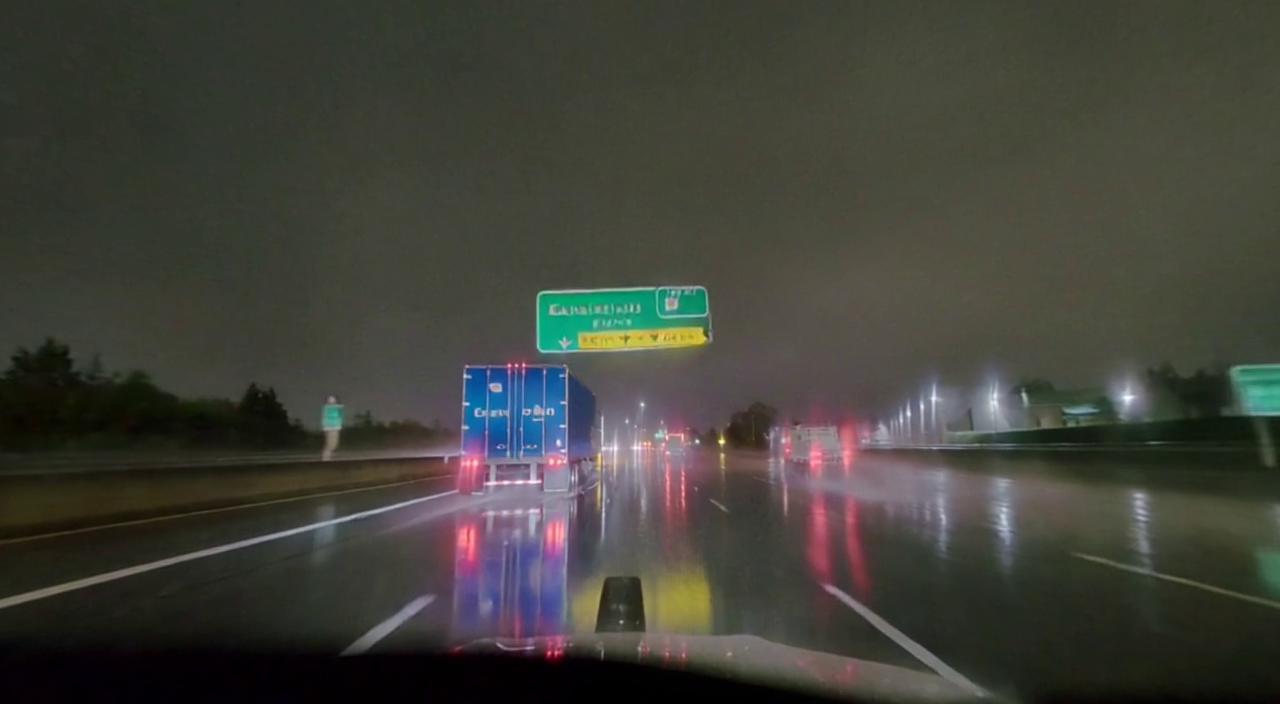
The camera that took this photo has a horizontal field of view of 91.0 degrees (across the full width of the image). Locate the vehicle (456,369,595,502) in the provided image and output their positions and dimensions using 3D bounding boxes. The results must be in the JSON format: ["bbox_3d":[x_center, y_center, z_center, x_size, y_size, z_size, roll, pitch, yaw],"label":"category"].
[{"bbox_3d":[-3.274,2.799,20.653,2.922,3.458,8.360,0,-9,0],"label":"vehicle"}]
